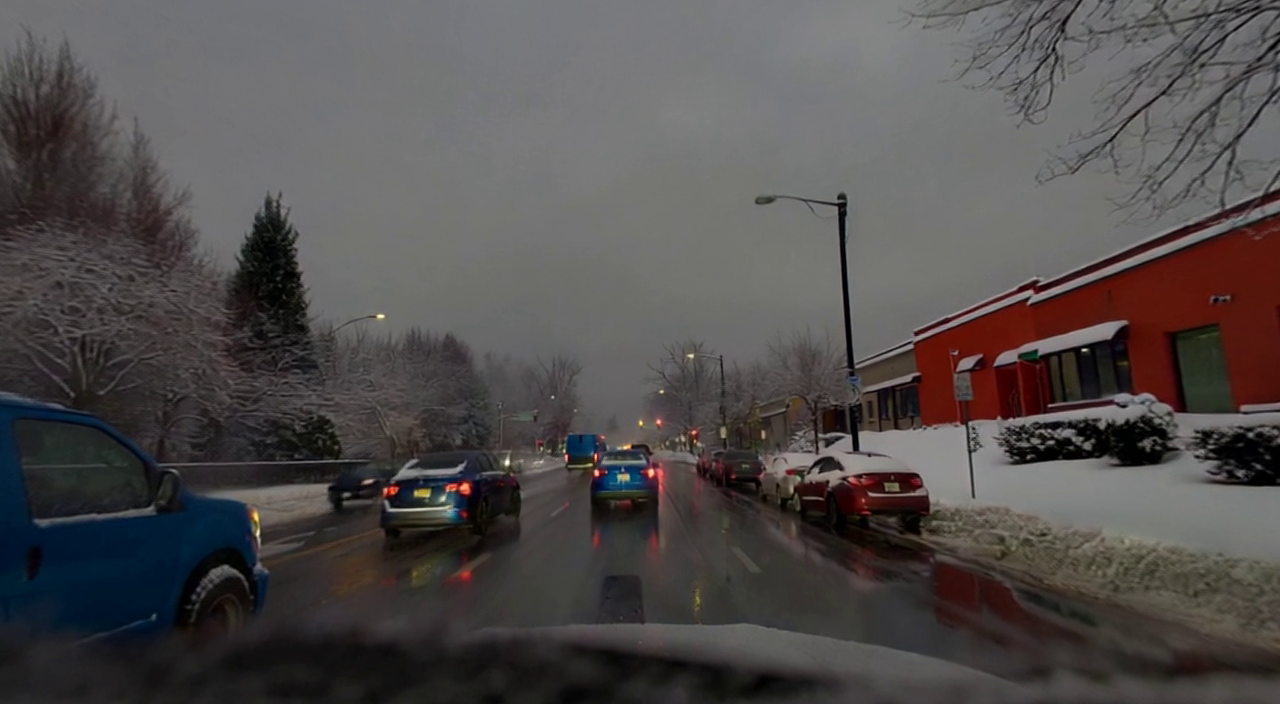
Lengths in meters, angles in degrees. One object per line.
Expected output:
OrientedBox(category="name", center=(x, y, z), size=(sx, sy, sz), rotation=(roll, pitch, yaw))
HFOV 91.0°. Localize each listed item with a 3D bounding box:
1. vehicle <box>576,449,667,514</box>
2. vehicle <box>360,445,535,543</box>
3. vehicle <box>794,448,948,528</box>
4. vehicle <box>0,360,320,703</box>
OrientedBox(category="vehicle", center=(-0.427, 3.416, 17.123), size=(2.152, 1.518, 4.113), rotation=(0, -9, 0))
OrientedBox(category="vehicle", center=(-3.511, 2.652, 12.513), size=(1.995, 1.554, 4.426), rotation=(0, -9, 1))
OrientedBox(category="vehicle", center=(4.909, 2.914, 14.081), size=(1.832, 1.491, 4.054), rotation=(0, -9, -1))
OrientedBox(category="vehicle", center=(-3.723, 0.939, 2.718), size=(2.140, 1.768, 4.685), rotation=(0, -9, 1))
